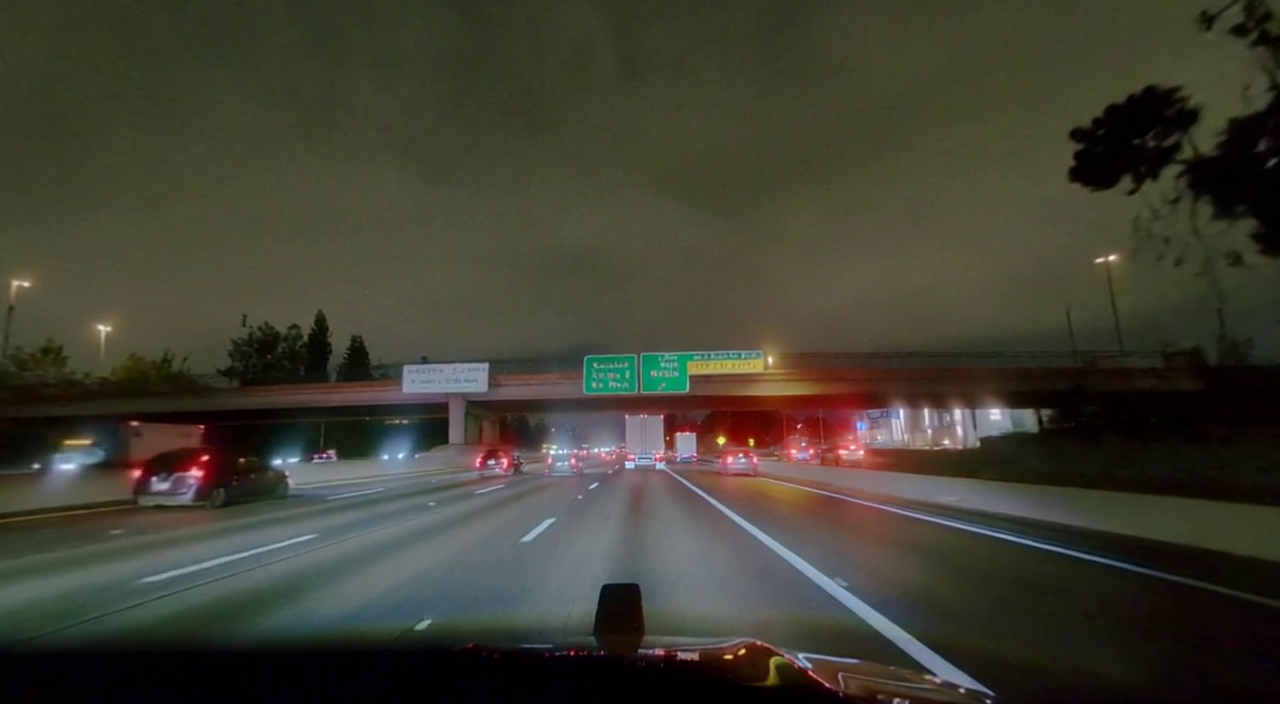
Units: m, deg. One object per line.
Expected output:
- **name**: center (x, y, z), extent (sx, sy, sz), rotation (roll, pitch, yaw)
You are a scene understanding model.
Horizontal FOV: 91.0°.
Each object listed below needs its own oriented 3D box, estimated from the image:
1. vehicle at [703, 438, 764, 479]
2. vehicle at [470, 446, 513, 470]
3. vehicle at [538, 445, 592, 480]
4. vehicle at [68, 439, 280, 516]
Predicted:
- **vehicle**: center (4.216, 4.883, 29.062), extent (2.107, 1.707, 4.445), rotation (0, -9, 0)
- **vehicle**: center (-10.903, 7.807, 46.564), extent (2.080, 1.637, 4.581), rotation (0, -9, 0)
- **vehicle**: center (-3.580, 5.340, 30.778), extent (2.083, 1.576, 4.307), rotation (0, -9, 1)
- **vehicle**: center (-11.185, 3.010, 15.615), extent (1.966, 1.627, 4.258), rotation (0, -9, 0)
